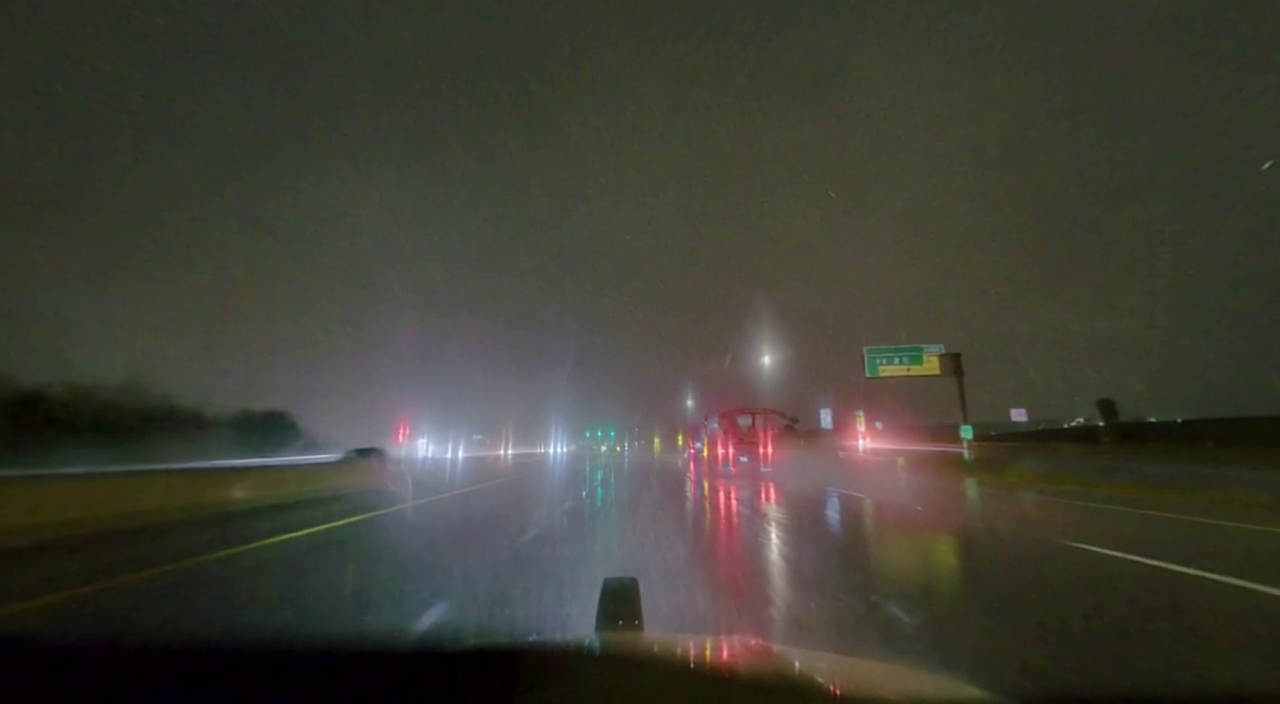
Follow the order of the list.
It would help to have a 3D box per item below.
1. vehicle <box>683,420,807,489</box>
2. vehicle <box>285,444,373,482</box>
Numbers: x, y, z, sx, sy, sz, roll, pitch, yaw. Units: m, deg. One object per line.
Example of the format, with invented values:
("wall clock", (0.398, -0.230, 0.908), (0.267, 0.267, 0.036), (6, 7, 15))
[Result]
("vehicle", (3.438, 3.686, 23.073), (2.981, 2.053, 7.897), (0, -8, -2))
("vehicle", (-14.282, 5.089, 29.296), (1.916, 1.576, 4.344), (0, -8, -1))
